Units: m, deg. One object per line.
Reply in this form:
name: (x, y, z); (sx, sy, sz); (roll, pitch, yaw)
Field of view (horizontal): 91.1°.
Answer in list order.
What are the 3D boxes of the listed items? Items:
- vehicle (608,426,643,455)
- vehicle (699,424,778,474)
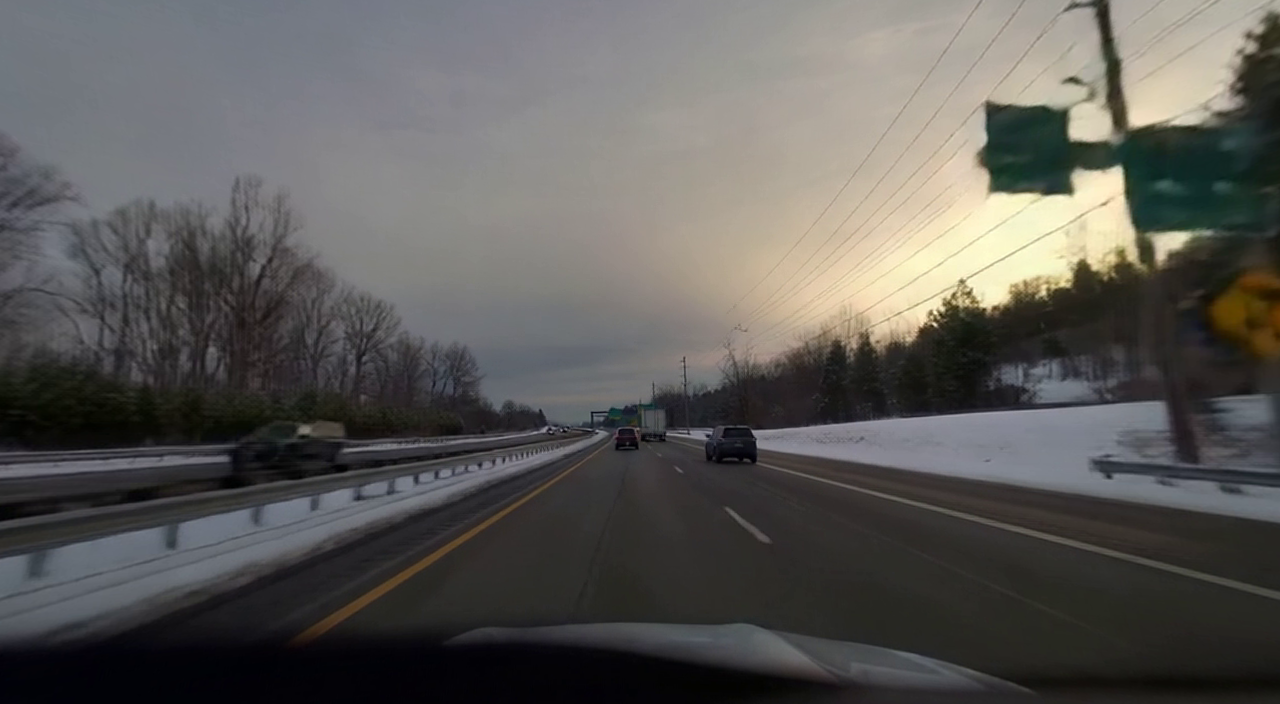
vehicle: (-0.882, 5.389, 38.329); (2.019, 1.642, 3.790); (0, -8, -1)
vehicle: (3.382, 3.417, 22.398); (2.062, 1.581, 3.914); (0, -8, -1)
